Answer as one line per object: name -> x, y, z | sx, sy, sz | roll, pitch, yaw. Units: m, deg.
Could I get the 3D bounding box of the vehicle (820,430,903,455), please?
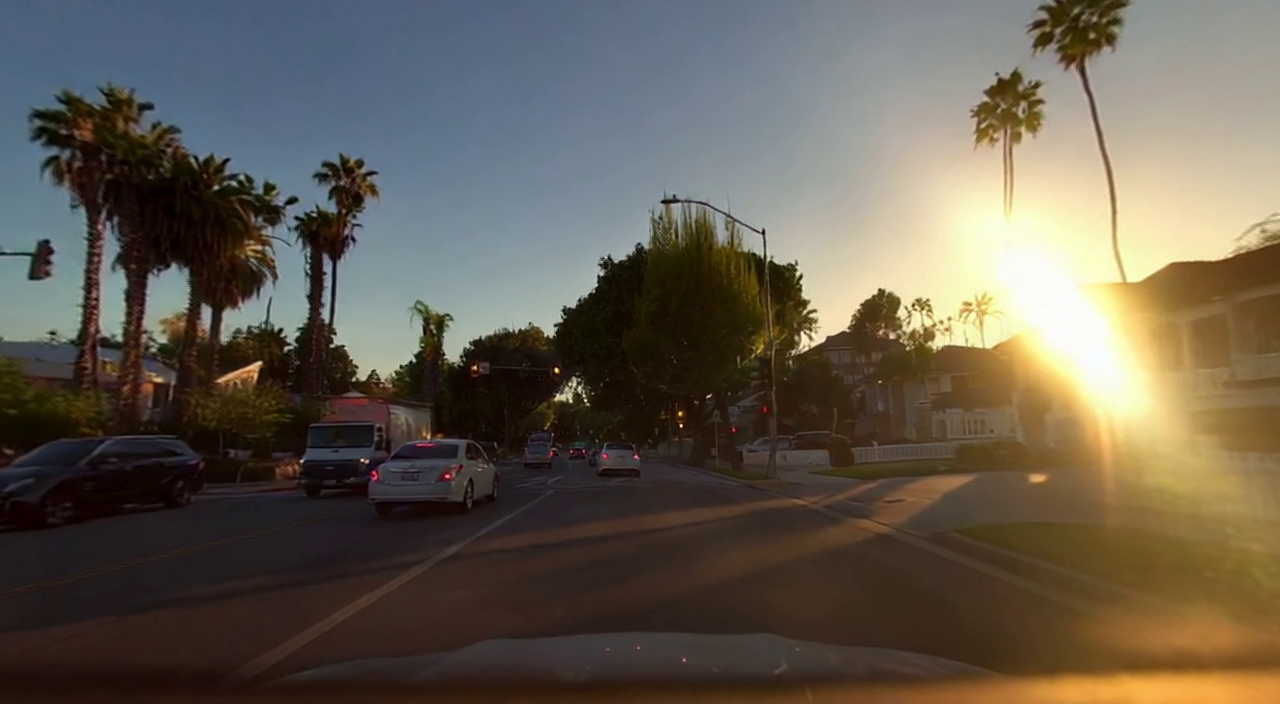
vehicle -> 14.232, 5.814, 40.534 | 4.615, 1.555, 2.021 | 2, -9, -15

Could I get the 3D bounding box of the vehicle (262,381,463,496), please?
vehicle -> -7.535, 2.535, 18.407 | 2.821, 2.701, 6.721 | -1, -8, 0

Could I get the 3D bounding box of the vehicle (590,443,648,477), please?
vehicle -> -0.901, 4.291, 25.313 | 2.131, 1.222, 3.868 | 0, -8, -3

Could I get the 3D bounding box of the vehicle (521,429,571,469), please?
vehicle -> -4.724, 4.936, 32.315 | 2.032, 1.852, 4.571 | -1, -8, -2

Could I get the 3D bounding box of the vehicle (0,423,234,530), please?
vehicle -> -10.799, 2.311, 12.358 | 2.364, 1.648, 5.116 | -1, -8, -2

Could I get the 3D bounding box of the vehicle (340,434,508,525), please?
vehicle -> -3.928, 2.365, 12.327 | 1.709, 1.425, 4.337 | -1, -8, 1

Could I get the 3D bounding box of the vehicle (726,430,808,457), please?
vehicle -> 8.377, 6.043, 41.651 | 4.742, 1.690, 2.218 | 2, -9, -19
